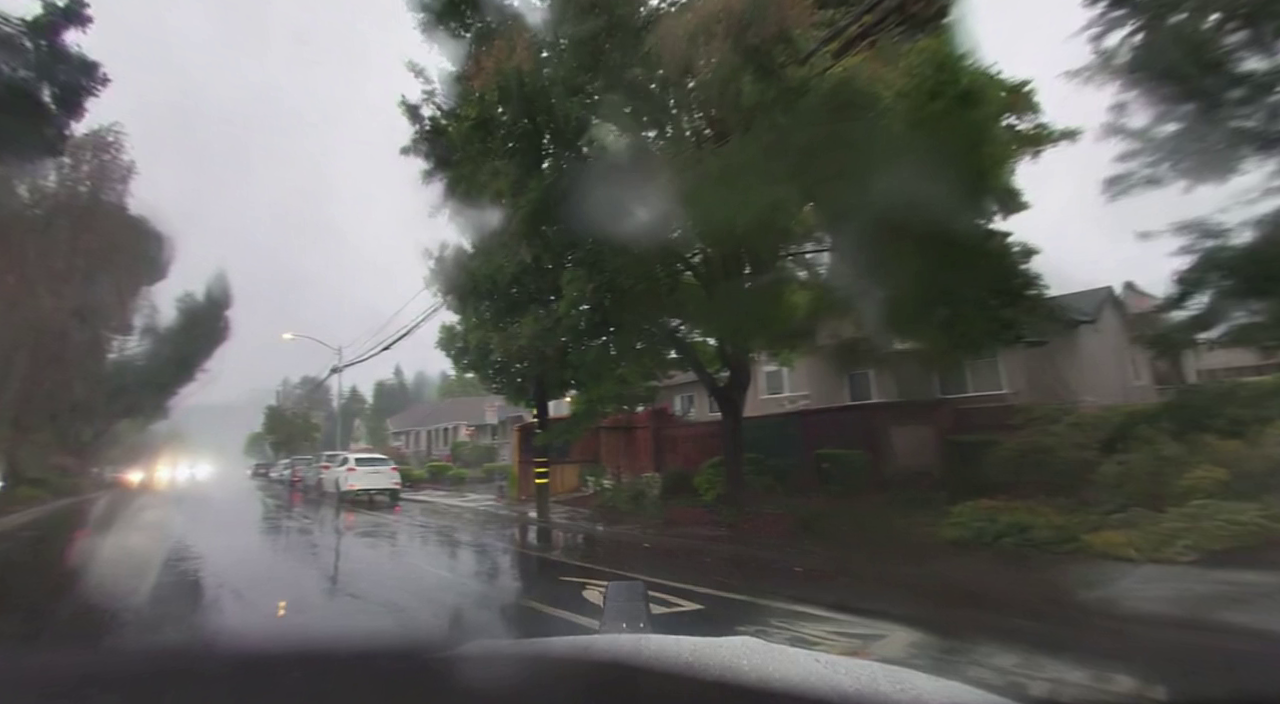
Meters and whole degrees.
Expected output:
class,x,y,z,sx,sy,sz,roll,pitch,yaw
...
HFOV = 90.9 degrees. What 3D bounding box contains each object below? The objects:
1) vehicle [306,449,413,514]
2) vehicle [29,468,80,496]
class,x,y,z,sx,sy,sz,roll,pitch,yaw
vehicle,-9.163,4.036,20.361,2.078,1.738,5.133,5,-10,-35
vehicle,-42.548,9.415,45.931,2.331,1.696,4.861,6,-11,-39
